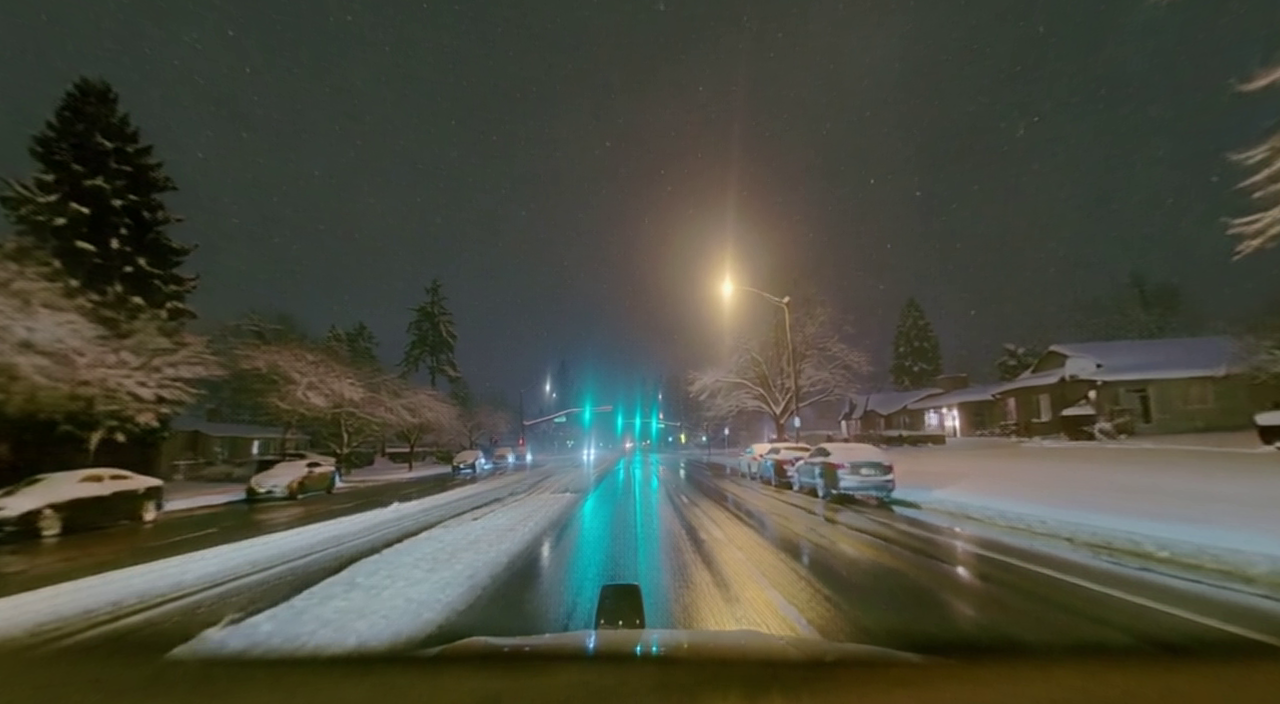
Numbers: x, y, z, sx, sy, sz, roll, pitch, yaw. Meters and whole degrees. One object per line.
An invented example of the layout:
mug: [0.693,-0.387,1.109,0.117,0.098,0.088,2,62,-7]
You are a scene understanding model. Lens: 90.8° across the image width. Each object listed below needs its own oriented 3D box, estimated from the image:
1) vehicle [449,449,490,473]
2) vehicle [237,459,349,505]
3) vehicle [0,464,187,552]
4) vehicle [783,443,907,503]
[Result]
vehicle: [-13.039,8.335,48.506,1.916,1.754,4.337,0,-9,0]
vehicle: [-12.837,4.785,23.710,1.812,1.454,4.351,0,-9,-2]
vehicle: [-12.786,3.338,14.154,1.817,1.485,4.687,0,-9,0]
vehicle: [5.556,3.313,17.789,1.875,1.466,4.355,0,-9,-2]
